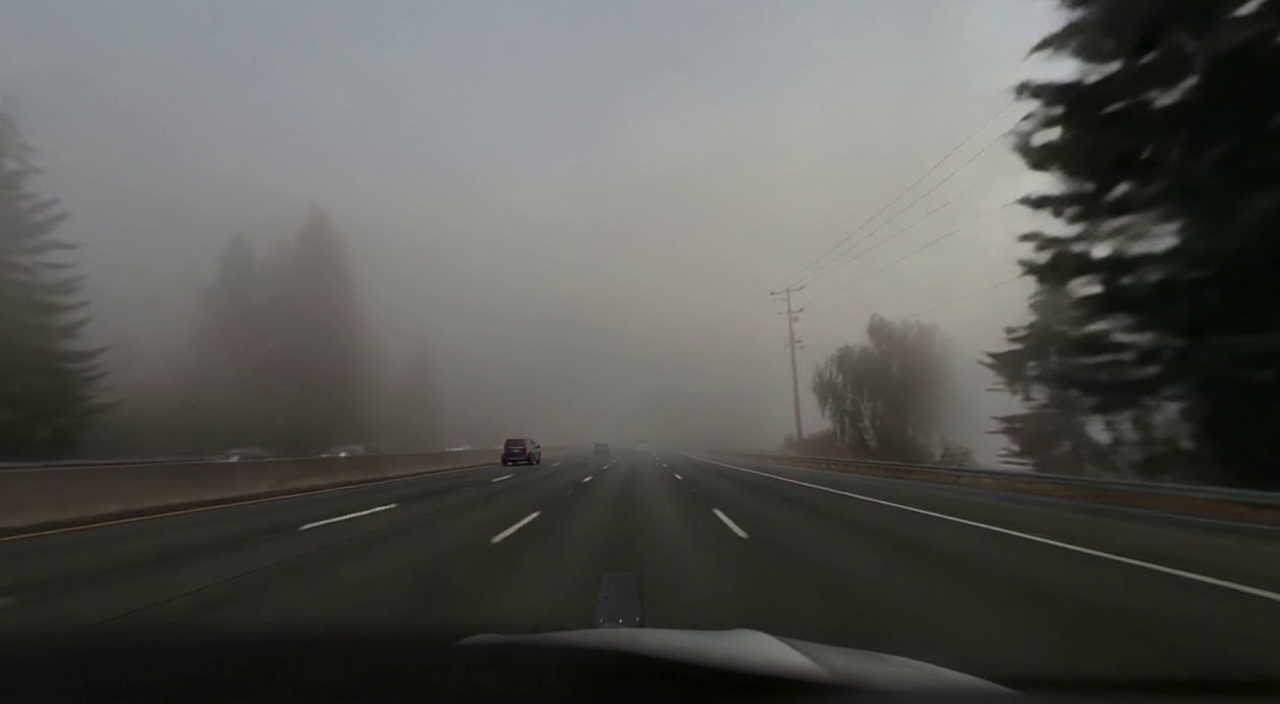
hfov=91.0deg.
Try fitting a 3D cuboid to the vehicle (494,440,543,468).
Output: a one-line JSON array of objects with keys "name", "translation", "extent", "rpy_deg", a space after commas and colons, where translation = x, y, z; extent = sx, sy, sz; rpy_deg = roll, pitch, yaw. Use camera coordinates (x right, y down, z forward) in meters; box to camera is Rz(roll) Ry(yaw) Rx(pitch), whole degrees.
[{"name": "vehicle", "translation": [-7.303, 6.201, 38.347], "extent": [2.034, 1.563, 4.476], "rpy_deg": [0, -9, 1]}]

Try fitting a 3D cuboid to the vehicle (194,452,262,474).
[{"name": "vehicle", "translation": [-29.075, 7.833, 44.641], "extent": [1.812, 1.501, 4.462], "rpy_deg": [0, -9, 0]}]

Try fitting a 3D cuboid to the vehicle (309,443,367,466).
[{"name": "vehicle", "translation": [-22.089, 7.534, 46.293], "extent": [2.050, 1.583, 4.506], "rpy_deg": [0, -9, 0]}]
